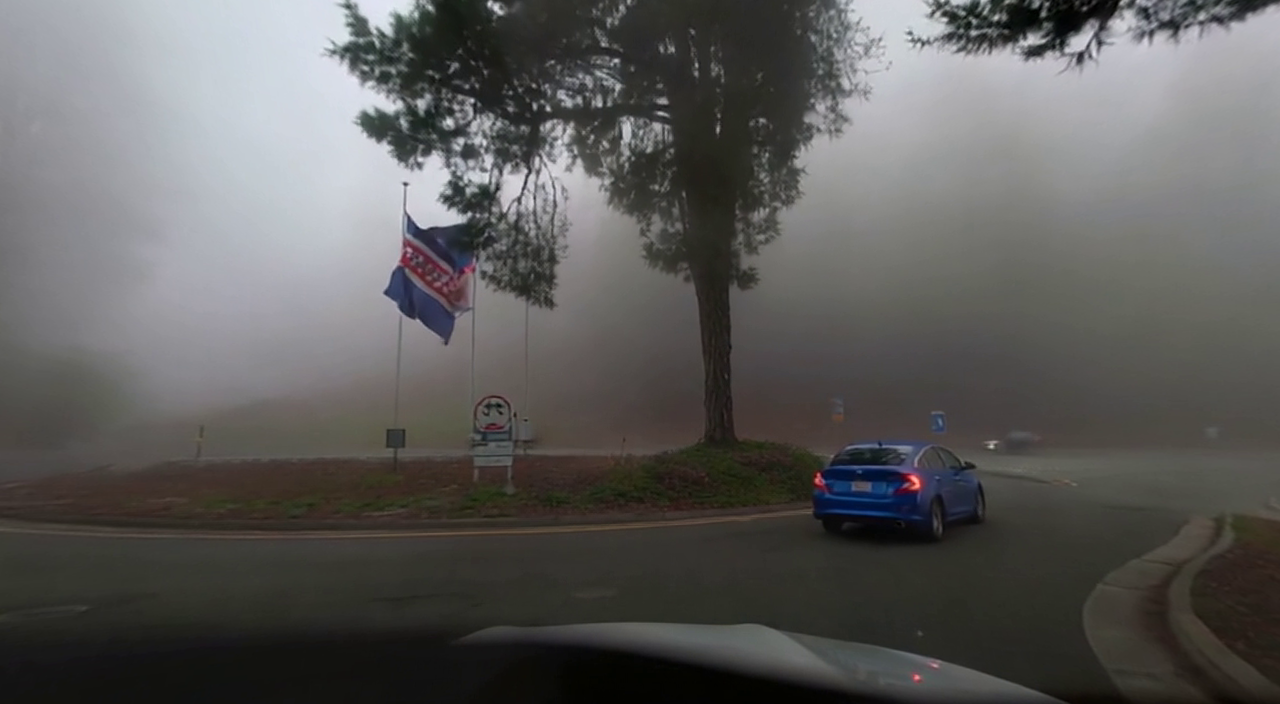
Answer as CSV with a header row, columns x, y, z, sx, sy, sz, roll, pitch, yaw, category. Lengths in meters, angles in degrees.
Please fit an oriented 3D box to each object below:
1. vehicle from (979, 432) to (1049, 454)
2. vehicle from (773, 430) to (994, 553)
x,y,z,sx,sy,sz,roll,pitch,yaw,category
27.936,6.810,47.195,4.045,1.569,1.781,-1,-9,7,vehicle
4.198,2.185,10.558,2.078,1.607,4.010,-8,-12,41,vehicle
